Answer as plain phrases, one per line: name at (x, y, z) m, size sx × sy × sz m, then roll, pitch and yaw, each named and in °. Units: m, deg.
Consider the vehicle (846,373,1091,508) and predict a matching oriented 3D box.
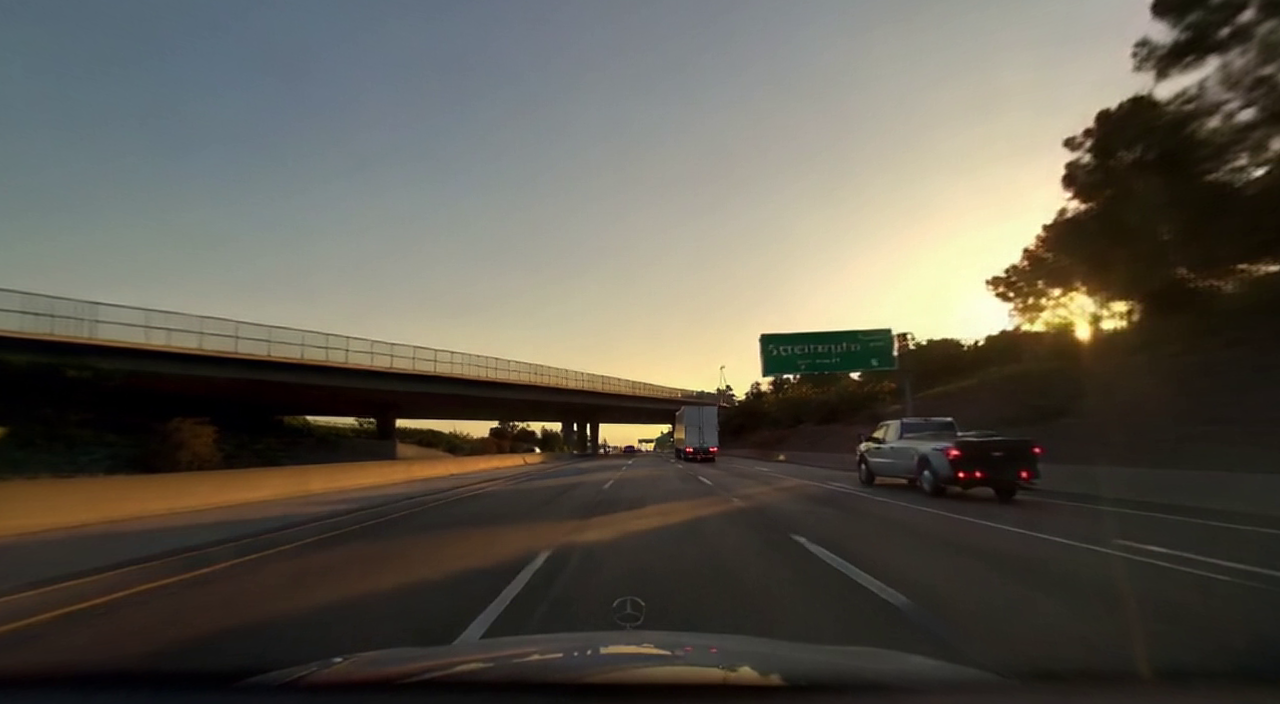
vehicle at (7.876, 2.315, 16.499) m, size 2.474 × 2.730 × 7.349 m, roll 0°, pitch -8°, yaw 0°
